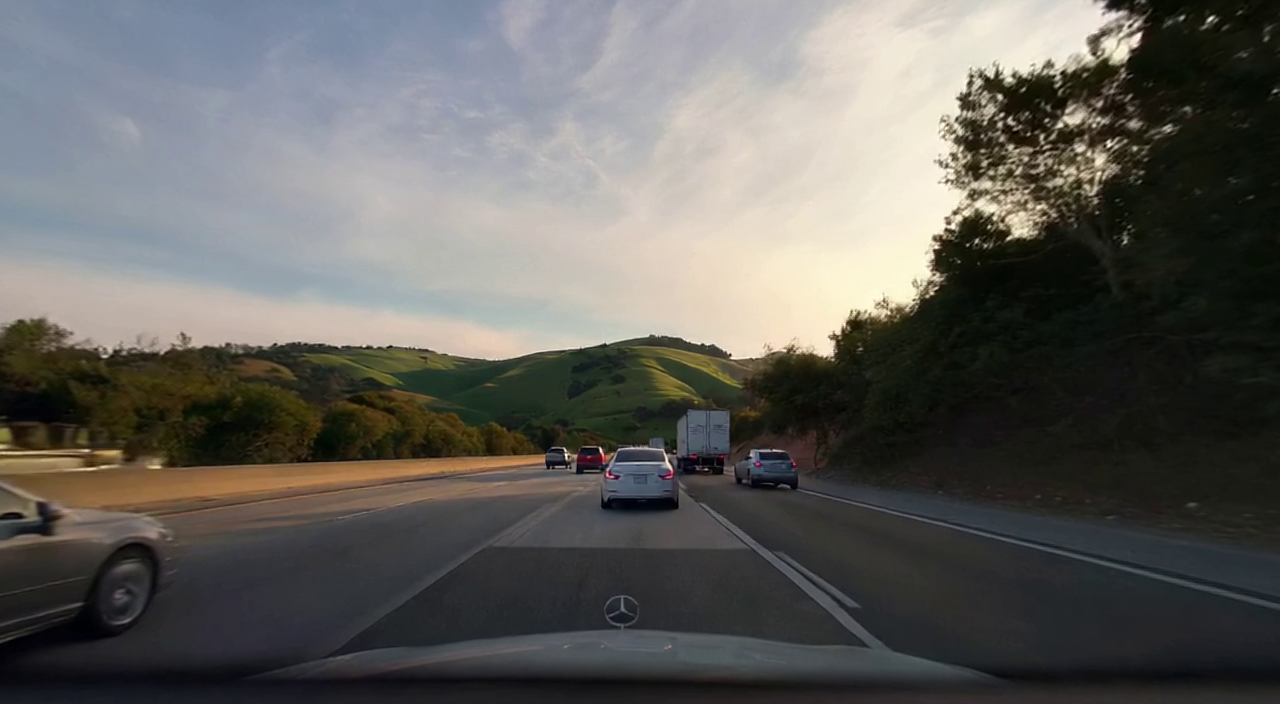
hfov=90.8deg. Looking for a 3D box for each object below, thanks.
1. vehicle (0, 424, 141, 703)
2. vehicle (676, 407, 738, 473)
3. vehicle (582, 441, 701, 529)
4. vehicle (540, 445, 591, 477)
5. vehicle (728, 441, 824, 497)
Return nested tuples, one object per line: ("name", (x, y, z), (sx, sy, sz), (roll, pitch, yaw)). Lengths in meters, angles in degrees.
("vehicle", (-4.290, 0.966, 2.241), (1.848, 1.486, 3.832), (0, -9, 0))
("vehicle", (4.646, 6.778, 47.612), (3.194, 4.038, 16.301), (0, -9, 1))
("vehicle", (0.019, 2.581, 12.703), (2.041, 1.484, 3.535), (0, -9, 0))
("vehicle", (-4.084, 6.057, 35.310), (2.211, 1.669, 4.224), (-1, -9, 2))
("vehicle", (4.217, 3.717, 20.409), (2.029, 1.579, 4.484), (0, -9, -1))
